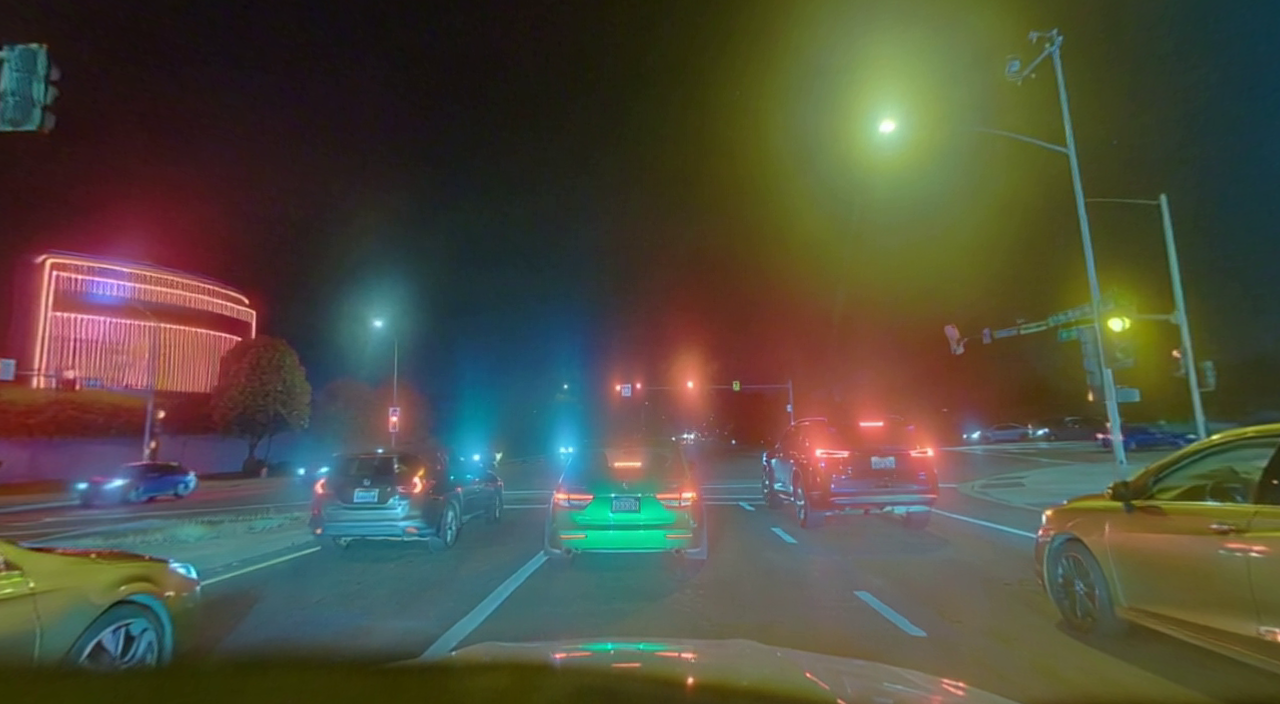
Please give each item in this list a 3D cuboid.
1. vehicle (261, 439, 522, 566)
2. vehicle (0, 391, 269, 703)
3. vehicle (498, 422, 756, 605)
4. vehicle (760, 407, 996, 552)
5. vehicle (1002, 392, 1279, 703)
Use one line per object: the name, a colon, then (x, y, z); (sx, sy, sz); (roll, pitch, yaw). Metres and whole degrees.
vehicle: (-3.303, 2.073, 9.539); (1.995, 1.436, 4.373); (-1, -8, 3)
vehicle: (-3.477, 0.847, 1.834); (2.016, 1.547, 4.414); (0, -8, 1)
vehicle: (-0.130, 1.655, 7.387); (2.140, 1.499, 4.119); (0, -8, -1)
vehicle: (3.309, 1.867, 9.832); (1.992, 1.744, 4.183); (0, -8, 0)
vehicle: (3.940, 0.971, 3.094); (1.800, 1.519, 4.198); (0, -8, 0)
